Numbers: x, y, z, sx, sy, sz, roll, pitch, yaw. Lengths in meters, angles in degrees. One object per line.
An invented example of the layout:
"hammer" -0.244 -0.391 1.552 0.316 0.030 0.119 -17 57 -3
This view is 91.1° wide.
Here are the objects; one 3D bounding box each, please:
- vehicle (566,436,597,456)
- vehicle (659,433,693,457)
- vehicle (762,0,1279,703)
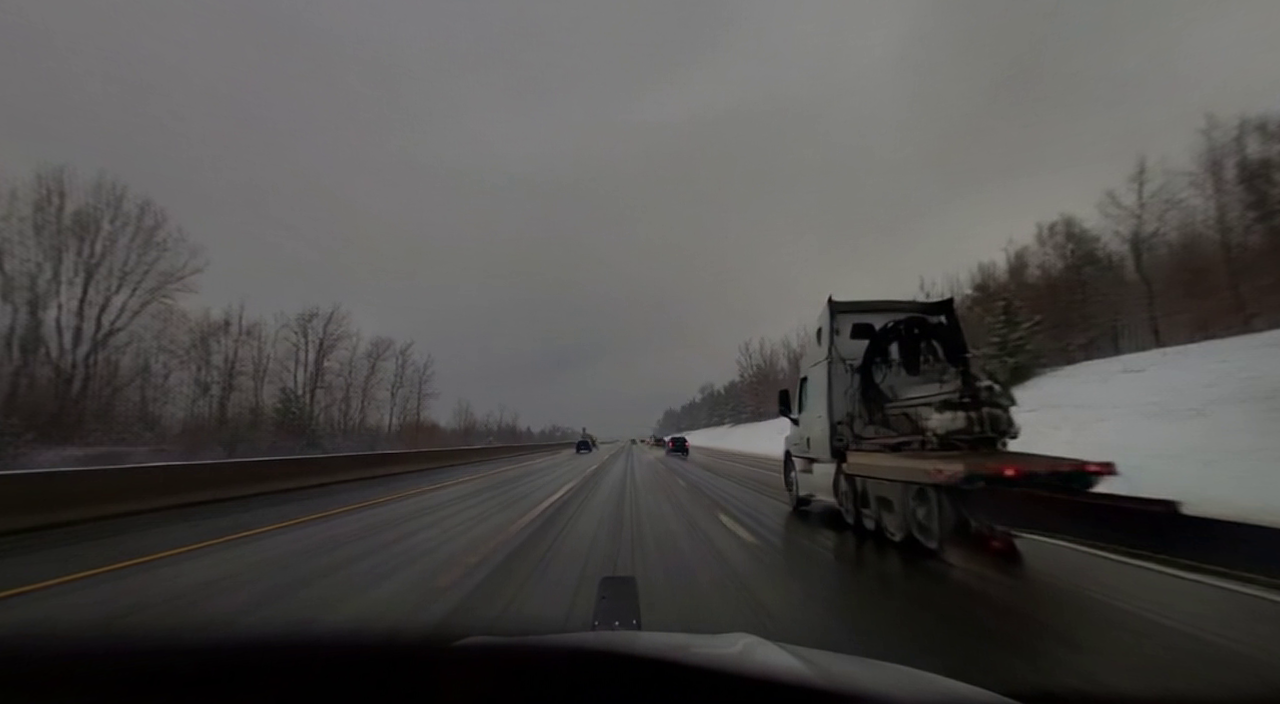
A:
"vehicle" -4.423 7.196 48.208 2.017 1.484 4.088 0 -8 0
"vehicle" 2.609 6.796 46.235 2.124 1.696 4.173 0 -8 -2
"vehicle" 4.096 0.335 7.669 3.004 3.881 9.742 0 -8 -1
